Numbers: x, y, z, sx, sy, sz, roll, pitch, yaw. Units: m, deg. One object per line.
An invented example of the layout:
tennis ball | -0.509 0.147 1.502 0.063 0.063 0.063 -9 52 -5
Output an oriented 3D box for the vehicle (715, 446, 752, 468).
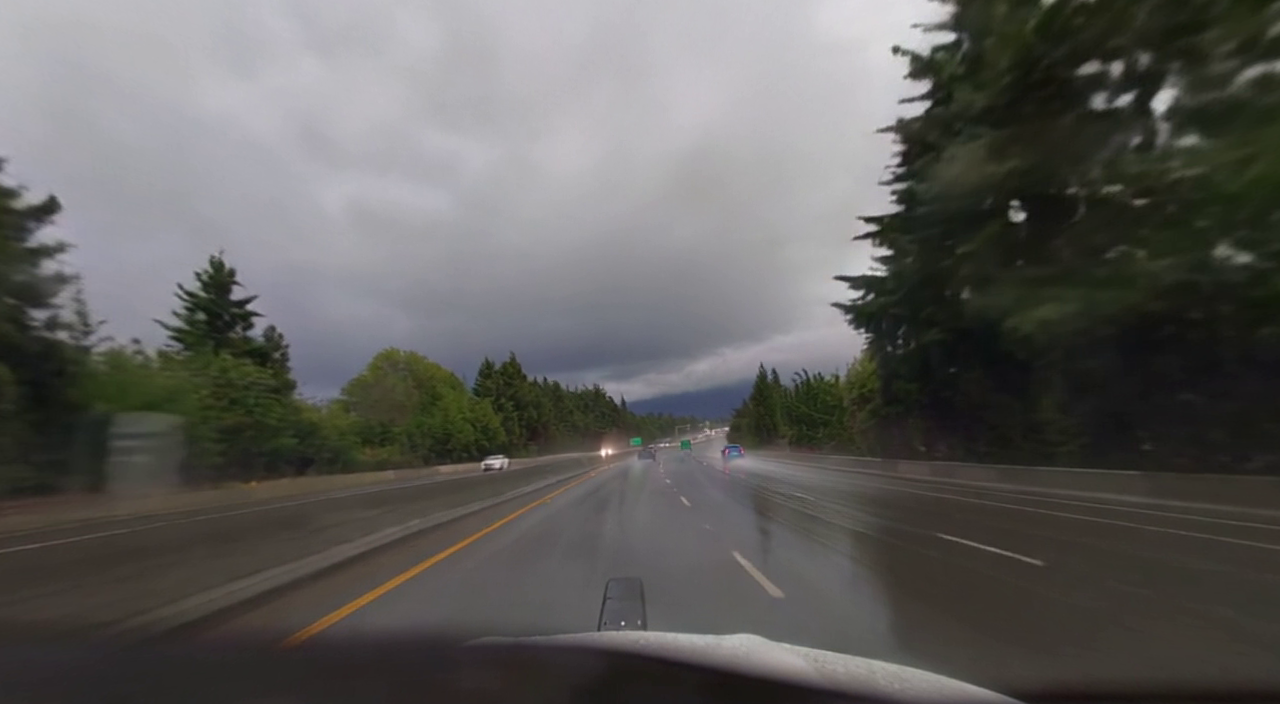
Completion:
vehicle | 7.145 8.049 48.522 2.175 1.574 3.943 0 -9 0
